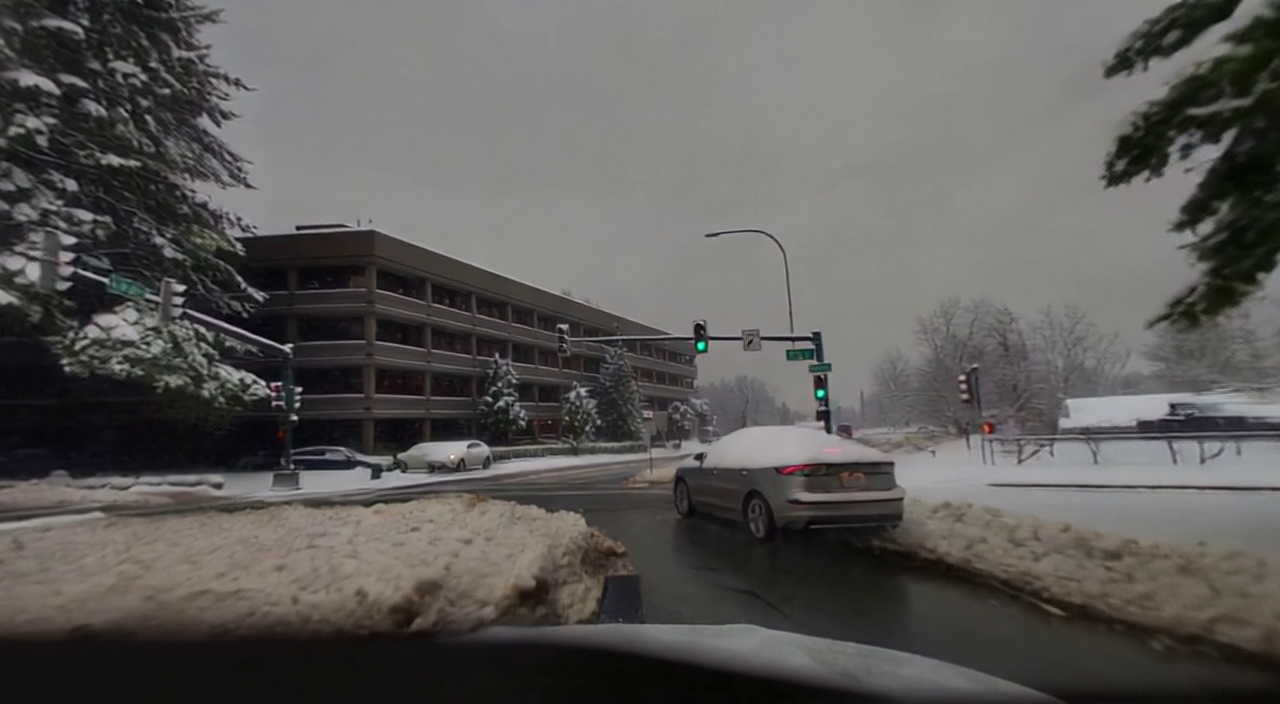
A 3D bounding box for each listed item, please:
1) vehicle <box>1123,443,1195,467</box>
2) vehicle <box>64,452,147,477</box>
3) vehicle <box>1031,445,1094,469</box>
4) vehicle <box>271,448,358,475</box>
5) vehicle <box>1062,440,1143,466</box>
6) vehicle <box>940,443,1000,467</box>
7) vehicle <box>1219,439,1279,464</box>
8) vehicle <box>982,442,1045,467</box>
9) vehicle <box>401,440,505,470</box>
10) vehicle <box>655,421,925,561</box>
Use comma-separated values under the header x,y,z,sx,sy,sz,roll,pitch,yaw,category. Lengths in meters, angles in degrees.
x,y,z,sx,sy,sz,roll,pitch,yaw,category
31.627,6.241,38.586,1.746,1.391,3.360,-1,-8,7,vehicle
-33.871,7.117,40.191,1.709,1.410,3.945,0,-8,2,vehicle
26.230,6.500,39.319,1.817,1.361,3.253,0,-8,4,vehicle
-19.359,6.494,37.658,4.207,1.508,1.875,-1,-8,5,vehicle
28.552,6.255,39.199,2.039,1.501,4.231,0,-8,5,vehicle
20.673,6.450,39.765,1.970,1.449,3.604,0,-8,4,vehicle
37.332,6.021,38.032,1.649,1.463,3.507,0,-10,3,vehicle
23.579,6.447,40.024,1.997,1.495,3.504,0,-8,5,vehicle
-12.074,6.636,40.971,6.021,1.868,2.172,0,-8,3,vehicle
1.839,1.873,9.367,1.903,1.529,4.254,3,-9,-18,vehicle
